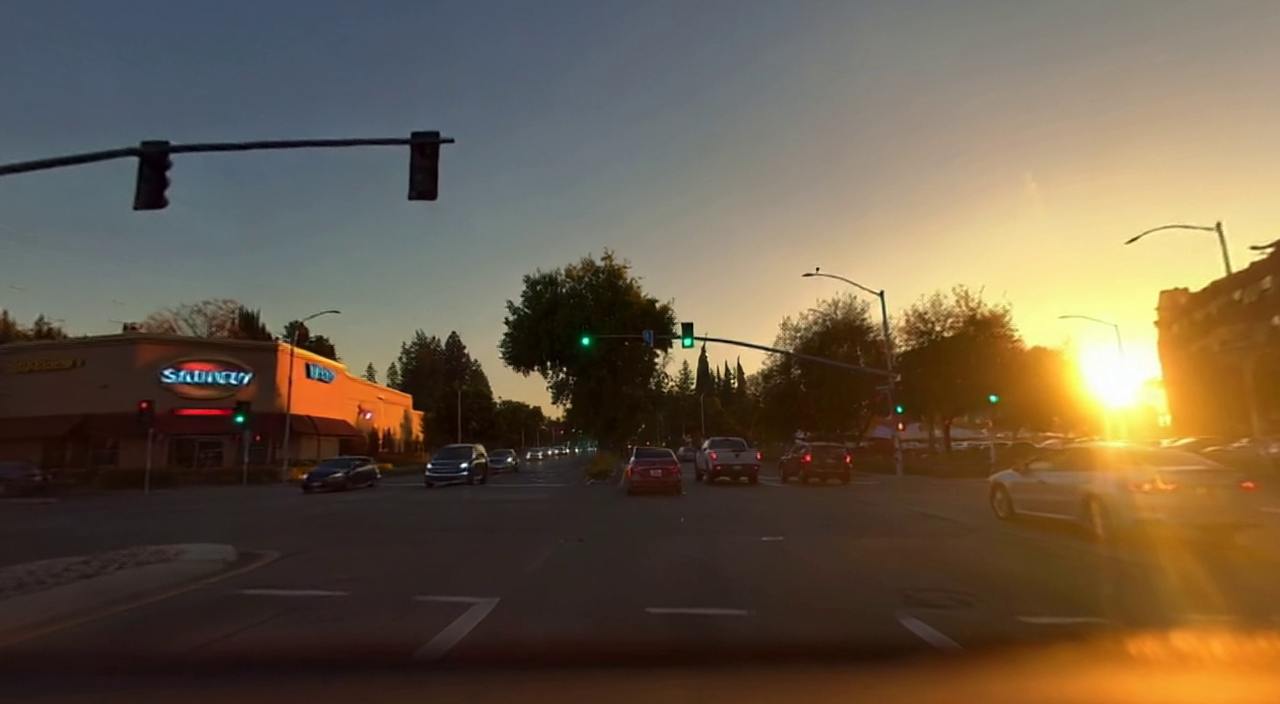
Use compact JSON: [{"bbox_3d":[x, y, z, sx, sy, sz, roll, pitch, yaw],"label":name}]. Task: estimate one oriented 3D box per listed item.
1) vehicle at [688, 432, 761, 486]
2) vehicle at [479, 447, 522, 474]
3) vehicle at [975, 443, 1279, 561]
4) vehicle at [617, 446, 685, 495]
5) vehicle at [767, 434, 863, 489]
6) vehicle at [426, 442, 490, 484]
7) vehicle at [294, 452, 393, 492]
[{"bbox_3d":[3.559,4.644,27.756,2.358,2.116,5.328,0,-8,-2],"label":"vehicle"},{"bbox_3d":[-8.949,6.954,40.763,1.827,1.602,4.115,0,-8,-1],"label":"vehicle"},{"bbox_3d":[7.756,2.264,10.435,1.905,1.498,4.463,0,-8,-1],"label":"vehicle"},{"bbox_3d":[0.276,3.838,20.807,2.038,1.447,3.756,0,-8,-2],"label":"vehicle"},{"bbox_3d":[7.022,4.453,26.061,2.323,2.009,5.266,0,-8,-2],"label":"vehicle"},{"bbox_3d":[-8.385,5.135,29.465,1.904,1.789,4.021,0,-8,-2],"label":"vehicle"},{"bbox_3d":[-12.580,5.093,27.199,1.969,1.486,4.773,0,-8,0],"label":"vehicle"}]
